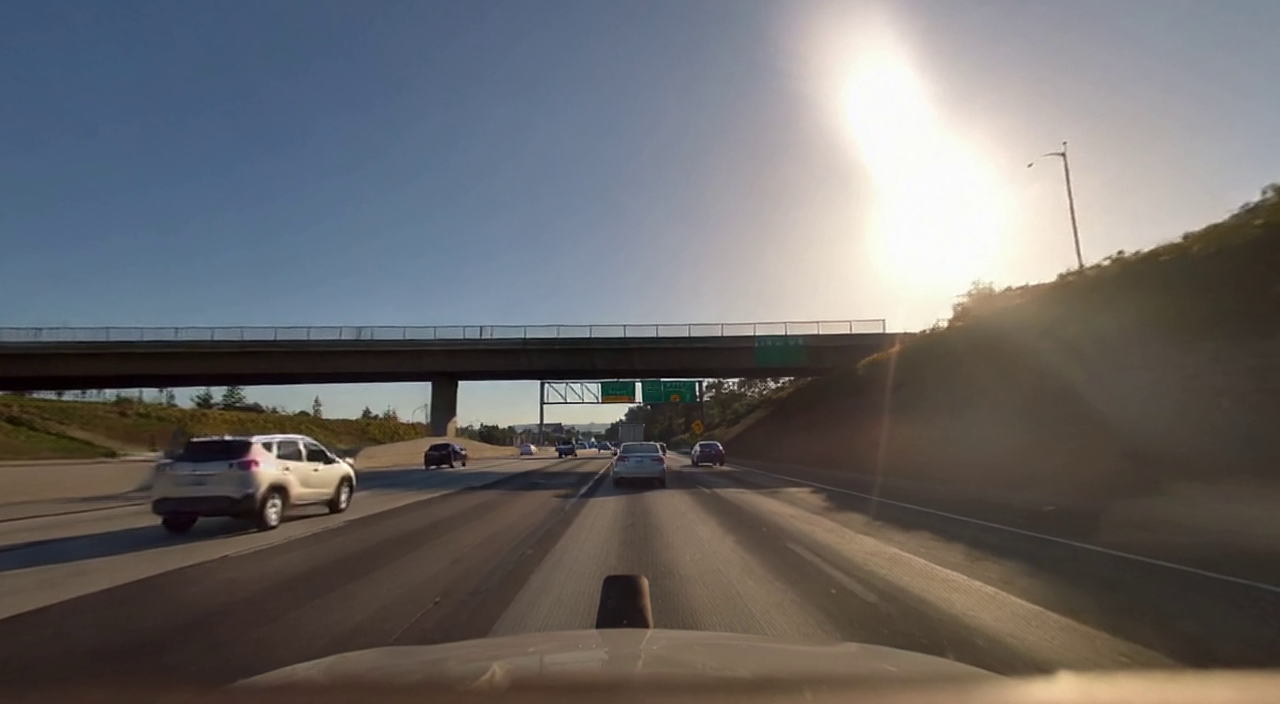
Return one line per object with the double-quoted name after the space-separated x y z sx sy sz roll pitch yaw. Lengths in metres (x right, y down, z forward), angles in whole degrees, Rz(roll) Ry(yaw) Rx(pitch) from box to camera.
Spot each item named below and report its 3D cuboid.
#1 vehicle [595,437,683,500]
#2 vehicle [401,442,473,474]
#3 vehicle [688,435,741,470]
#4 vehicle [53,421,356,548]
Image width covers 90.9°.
-0.064 3.051 16.954 2.042 1.446 4.269 0 -8 -1 "vehicle"
-10.327 5.411 32.541 2.019 1.510 4.992 0 -8 0 "vehicle"
3.870 5.307 33.581 2.100 1.707 4.342 0 -8 -2 "vehicle"
-6.752 2.074 10.560 2.060 1.669 4.242 0 -8 -1 "vehicle"
